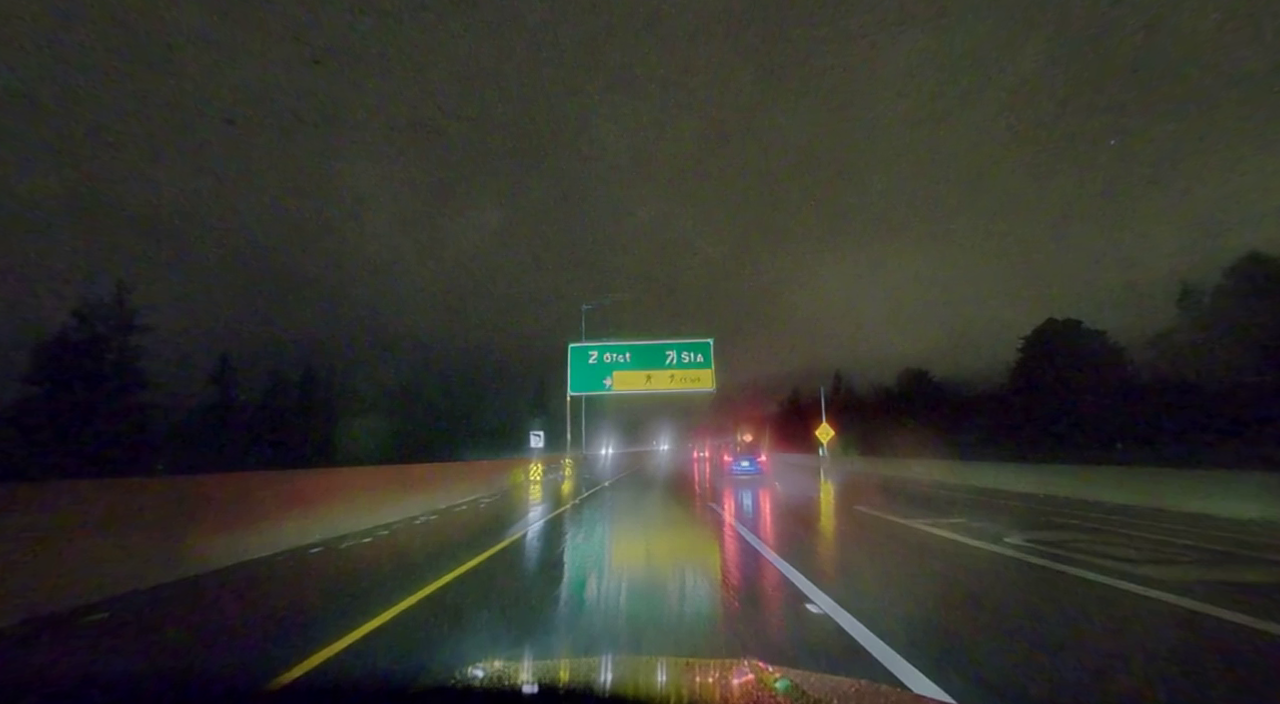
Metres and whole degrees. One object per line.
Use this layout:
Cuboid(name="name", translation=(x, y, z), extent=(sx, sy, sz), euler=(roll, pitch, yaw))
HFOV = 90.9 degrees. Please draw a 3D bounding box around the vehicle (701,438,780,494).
Cuboid(name="vehicle", translation=(3.412, 3.948, 22.242), extent=(2.143, 1.730, 4.303), euler=(0, -9, 1))
